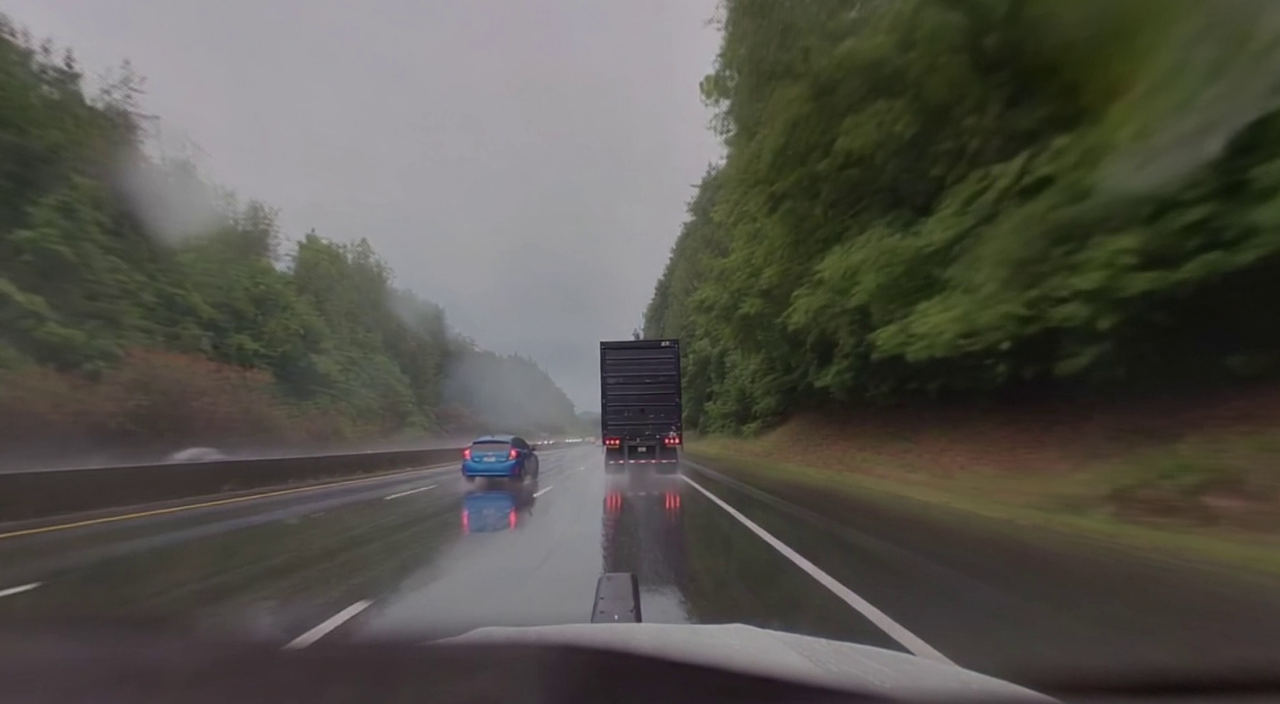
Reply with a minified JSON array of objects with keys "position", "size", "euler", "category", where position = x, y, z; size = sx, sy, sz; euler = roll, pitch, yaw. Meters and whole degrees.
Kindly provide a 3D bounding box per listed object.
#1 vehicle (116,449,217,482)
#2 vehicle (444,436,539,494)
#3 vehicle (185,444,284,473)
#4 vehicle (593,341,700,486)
[{"position":[-24.504,5.858,32.781],"size":[1.821,1.506,4.424],"euler":[0,-8,0],"category":"vehicle"},{"position":[-4.331,3.344,19.024],"size":[1.854,1.530,4.268],"euler":[0,-8,0],"category":"vehicle"},{"position":[-24.635,6.477,38.550],"size":[2.211,1.597,5.503],"euler":[-1,-8,2],"category":"vehicle"},{"position":[0.072,2.521,23.564],"size":[3.073,4.196,10.546],"euler":[0,-8,-1],"category":"vehicle"}]
